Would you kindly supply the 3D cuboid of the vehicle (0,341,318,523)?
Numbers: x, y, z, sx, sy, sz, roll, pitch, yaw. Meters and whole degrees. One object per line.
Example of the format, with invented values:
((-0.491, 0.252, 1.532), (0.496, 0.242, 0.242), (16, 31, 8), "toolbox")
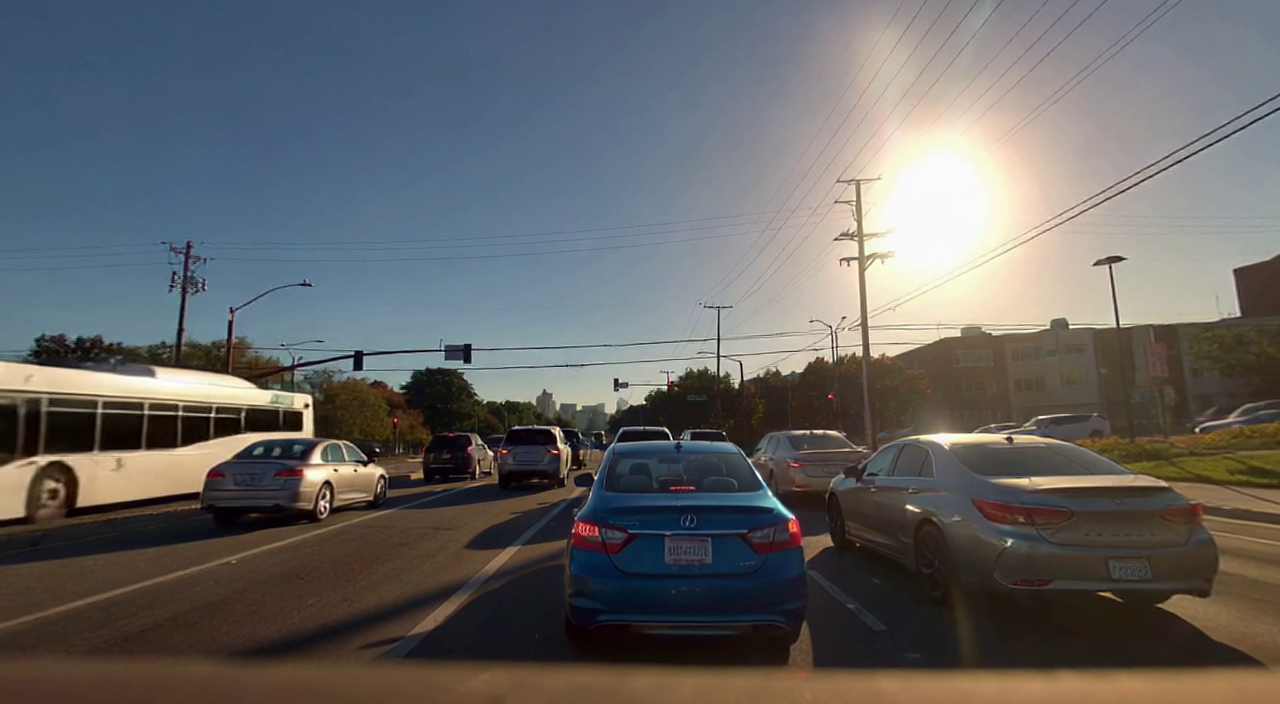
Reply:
((-13.680, 2.283, 17.195), (3.005, 3.443, 12.583), (-1, -8, 1), "vehicle")

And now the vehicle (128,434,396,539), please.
((-6.399, 2.290, 11.514), (1.955, 1.497, 4.639), (-1, -8, 1), "vehicle")

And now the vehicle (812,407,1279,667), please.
((3.142, 1.401, 5.885), (1.870, 1.523, 4.096), (0, -8, 0), "vehicle")

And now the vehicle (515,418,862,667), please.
((0.283, 1.451, 5.897), (2.109, 1.483, 3.964), (0, -8, 0), "vehicle")

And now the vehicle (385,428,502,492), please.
((-6.259, 3.496, 20.900), (2.070, 1.824, 5.196), (-1, -8, 2), "vehicle")
